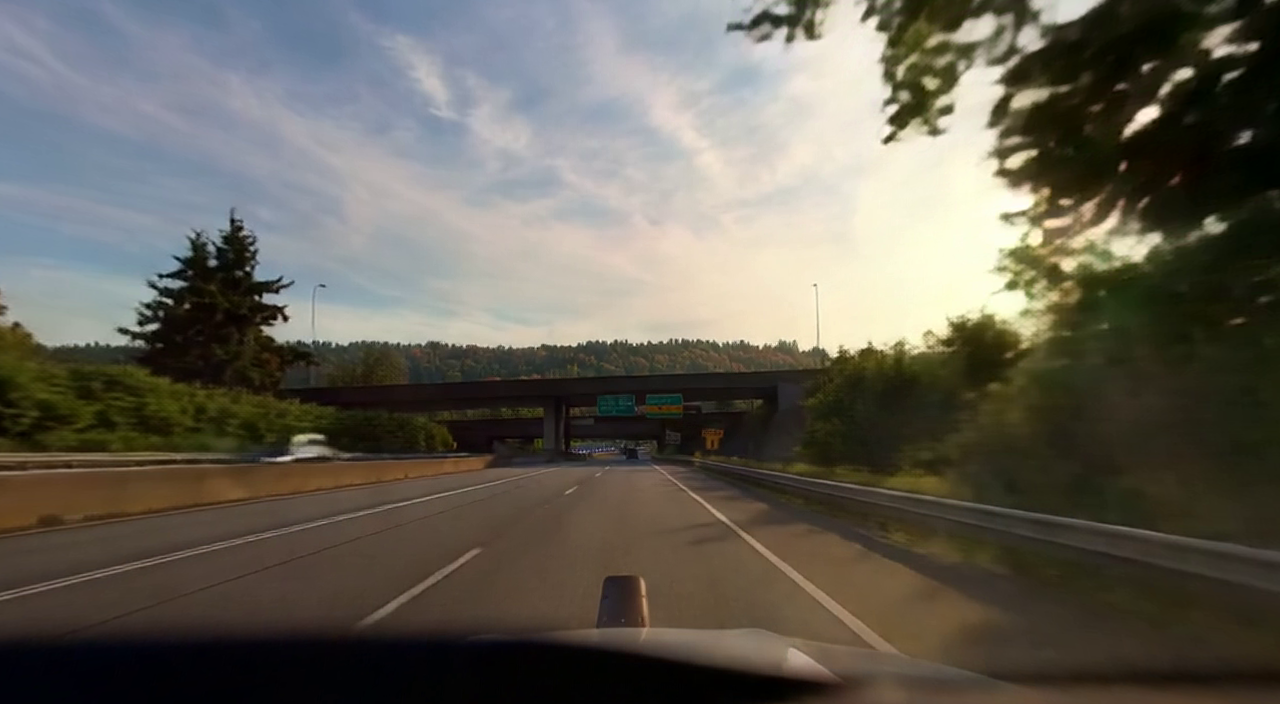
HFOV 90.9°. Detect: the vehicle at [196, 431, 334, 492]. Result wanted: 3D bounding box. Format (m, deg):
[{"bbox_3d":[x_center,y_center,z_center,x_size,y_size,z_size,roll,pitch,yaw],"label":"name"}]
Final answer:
[{"bbox_3d":[-12.169,3.581,20.859,1.869,1.751,4.427,0,-9,-1],"label":"vehicle"}]
